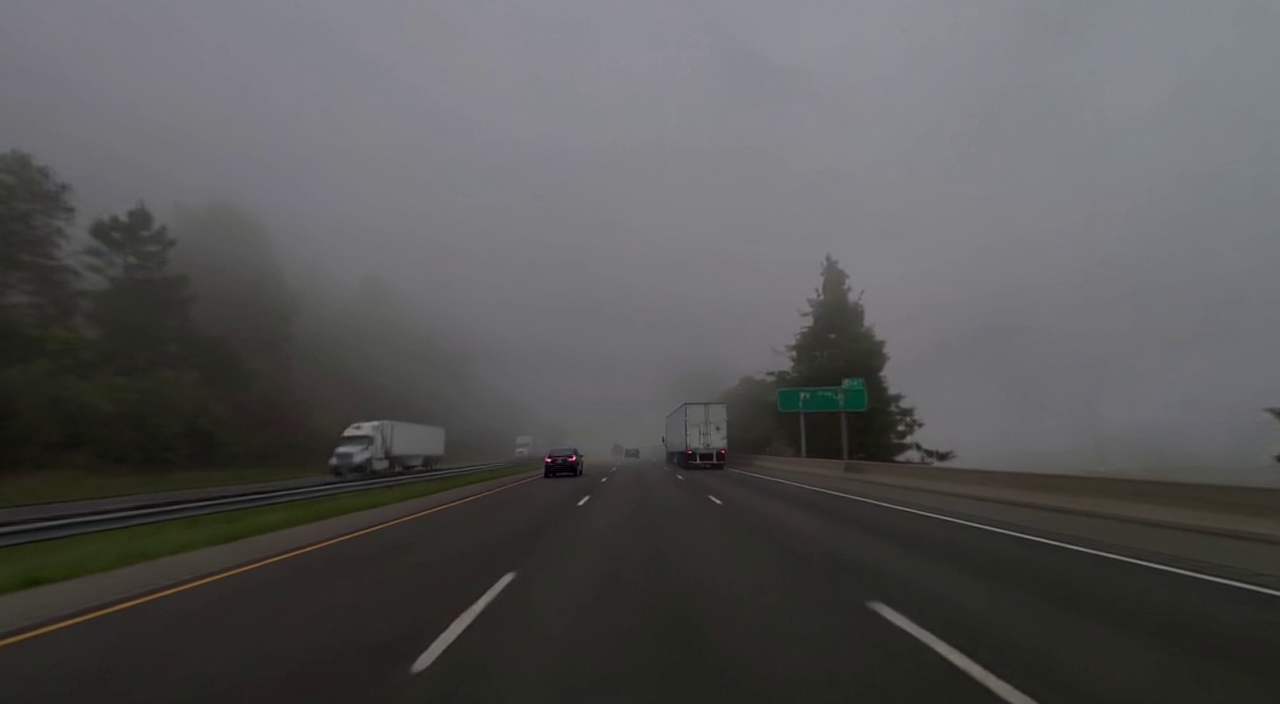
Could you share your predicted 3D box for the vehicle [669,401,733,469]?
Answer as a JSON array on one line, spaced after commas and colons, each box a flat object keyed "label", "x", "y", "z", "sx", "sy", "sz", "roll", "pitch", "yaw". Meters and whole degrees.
[{"label": "vehicle", "x": 3.953, "y": 6.082, "z": 44.896, "sx": 2.974, "sy": 4.083, "sz": 14.389, "roll": 0, "pitch": -9, "yaw": -1}]

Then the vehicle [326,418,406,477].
[{"label": "vehicle", "x": -19.386, "y": 6.834, "z": 45.112, "sx": 2.990, "sy": 3.854, "sz": 5.965, "roll": 0, "pitch": -9, "yaw": -1}]

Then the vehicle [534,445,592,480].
[{"label": "vehicle", "x": -3.414, "y": 5.001, "z": 28.783, "sx": 2.121, "sy": 1.445, "sz": 4.651, "roll": 0, "pitch": -9, "yaw": -1}]
